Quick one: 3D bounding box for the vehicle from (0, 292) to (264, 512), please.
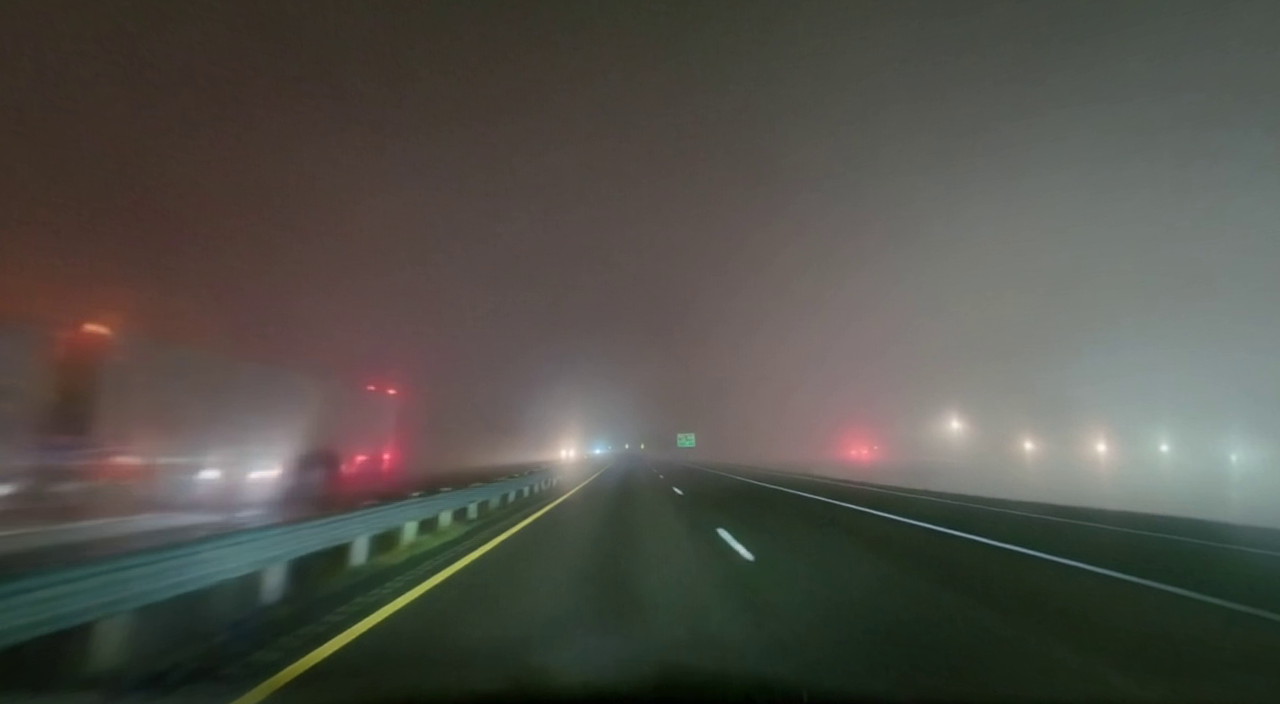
[{"bbox_3d":[-12.459,1.216,13.134,2.962,3.737,10.070,0,-9,0],"label":"vehicle"}]

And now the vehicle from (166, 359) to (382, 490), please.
[{"bbox_3d":[-12.520,2.761,22.835,2.842,3.889,8.008,0,-9,0],"label":"vehicle"}]
